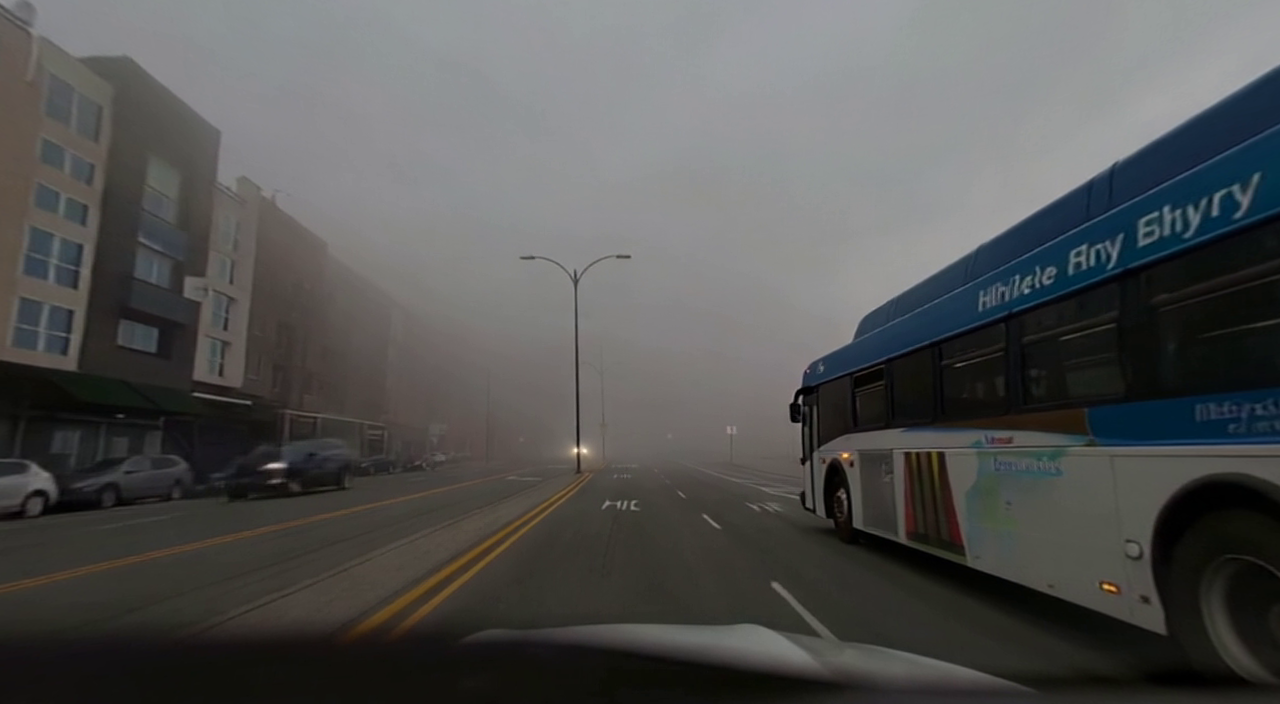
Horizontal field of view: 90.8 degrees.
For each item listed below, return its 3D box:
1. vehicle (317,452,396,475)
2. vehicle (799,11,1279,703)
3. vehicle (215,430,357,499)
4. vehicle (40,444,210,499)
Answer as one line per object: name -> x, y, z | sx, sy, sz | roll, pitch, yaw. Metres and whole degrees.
vehicle -> -19.601, 7.715, 43.793 | 4.522, 1.469, 1.840 | 1, -8, -4
vehicle -> 4.453, 0.423, 4.669 | 3.194, 3.345, 12.428 | 0, -8, -1
vehicle -> -11.568, 3.679, 21.137 | 2.084, 2.027, 4.557 | 0, -8, 0
vehicle -> -18.127, 4.191, 22.397 | 4.392, 1.800, 1.902 | -1, -8, 4
